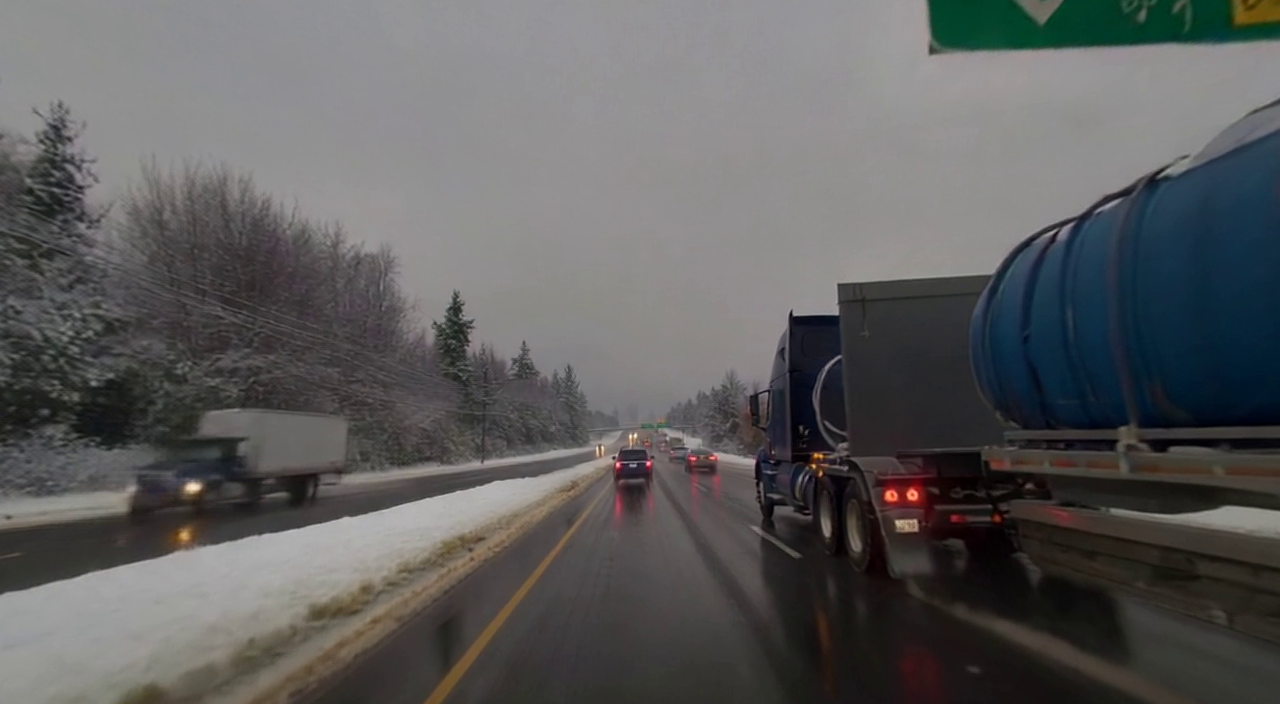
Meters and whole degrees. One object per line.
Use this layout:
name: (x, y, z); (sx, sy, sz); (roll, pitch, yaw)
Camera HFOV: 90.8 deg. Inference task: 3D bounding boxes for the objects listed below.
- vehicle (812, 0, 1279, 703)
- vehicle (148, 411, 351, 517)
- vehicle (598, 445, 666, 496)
vehicle: (3.915, 0.107, 3.322); (2.694, 3.453, 11.641); (0, -9, 0)
vehicle: (-12.148, 3.486, 20.501); (2.375, 2.798, 6.597); (-2, -8, 0)
vehicle: (-0.224, 3.835, 20.674); (2.003, 1.490, 3.636); (0, -9, 0)
